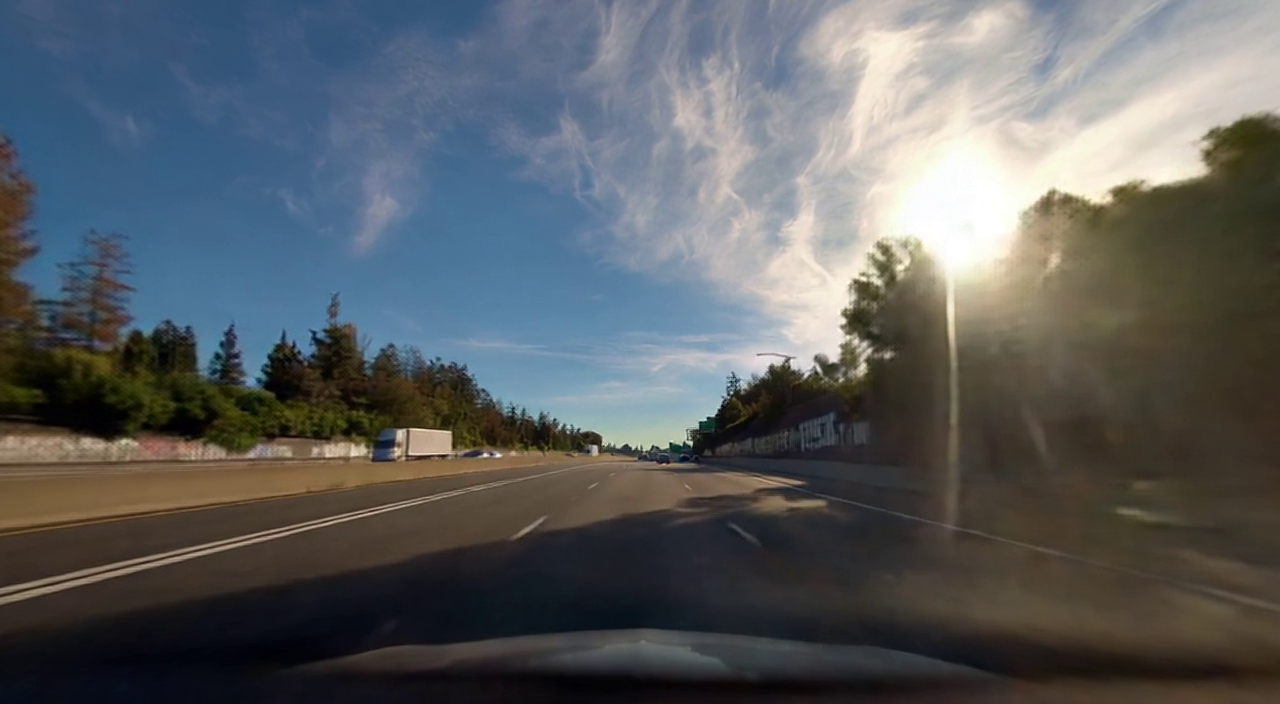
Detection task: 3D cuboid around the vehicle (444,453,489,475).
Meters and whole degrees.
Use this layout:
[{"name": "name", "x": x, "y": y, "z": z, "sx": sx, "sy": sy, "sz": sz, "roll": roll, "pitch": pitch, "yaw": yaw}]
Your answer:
[{"name": "vehicle", "x": -12.251, "y": 7.910, "z": 44.757, "sx": 1.866, "sy": 1.480, "sz": 4.496, "roll": 0, "pitch": -9, "yaw": 1}]
